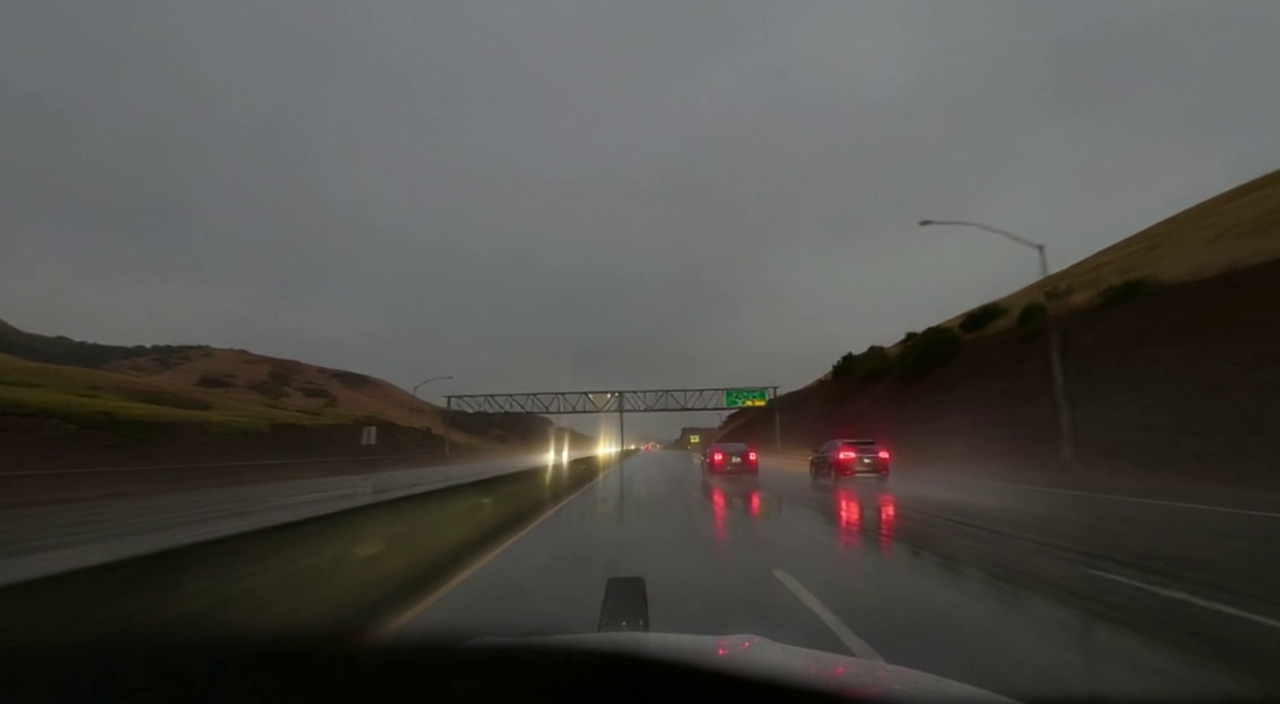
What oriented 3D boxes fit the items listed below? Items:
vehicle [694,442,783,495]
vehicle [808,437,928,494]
[{"bbox_3d":[2.906,3.542,19.554,2.044,1.444,4.216,0,-8,-1],"label":"vehicle"},{"bbox_3d":[6.900,3.462,19.696,1.988,1.530,4.777,0,-8,0],"label":"vehicle"}]
